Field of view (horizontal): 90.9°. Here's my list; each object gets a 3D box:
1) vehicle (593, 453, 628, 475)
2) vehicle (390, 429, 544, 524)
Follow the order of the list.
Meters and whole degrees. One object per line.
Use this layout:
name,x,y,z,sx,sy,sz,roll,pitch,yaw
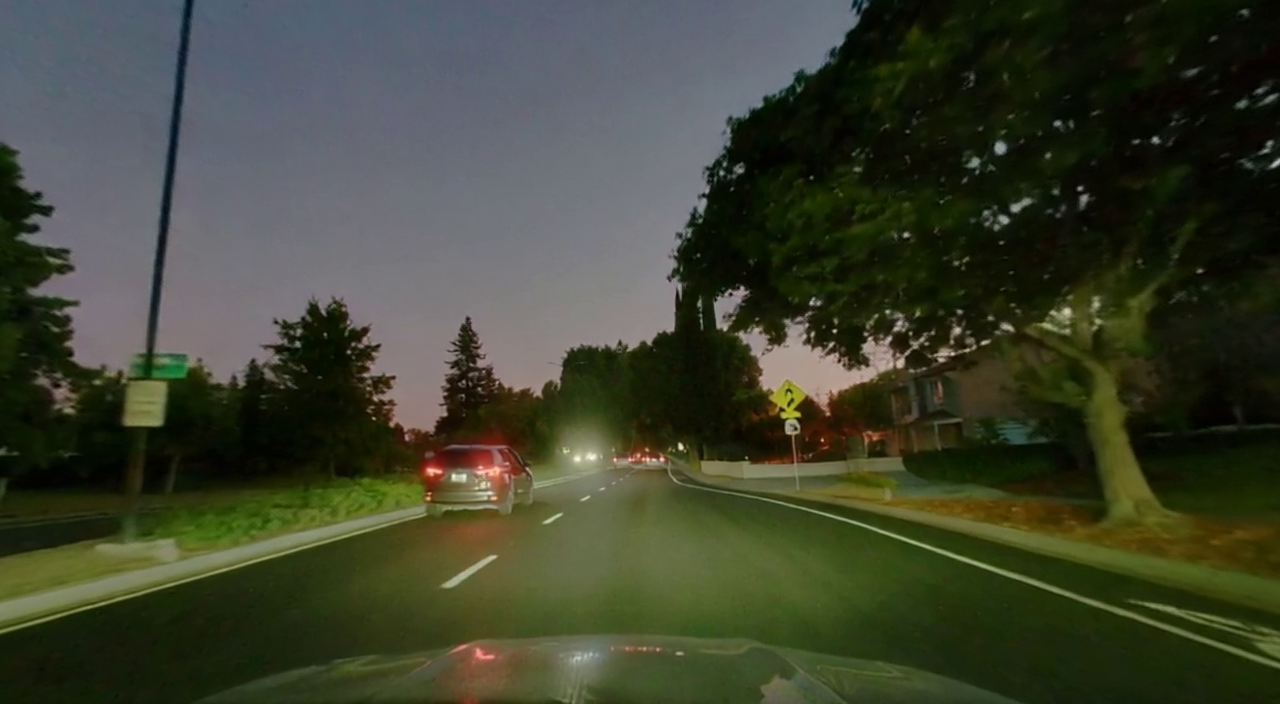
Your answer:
vehicle,-2.090,8.169,46.202,2.119,1.494,4.624,0,-9,3
vehicle,-3.588,2.674,14.034,2.073,1.770,4.302,0,-9,2
